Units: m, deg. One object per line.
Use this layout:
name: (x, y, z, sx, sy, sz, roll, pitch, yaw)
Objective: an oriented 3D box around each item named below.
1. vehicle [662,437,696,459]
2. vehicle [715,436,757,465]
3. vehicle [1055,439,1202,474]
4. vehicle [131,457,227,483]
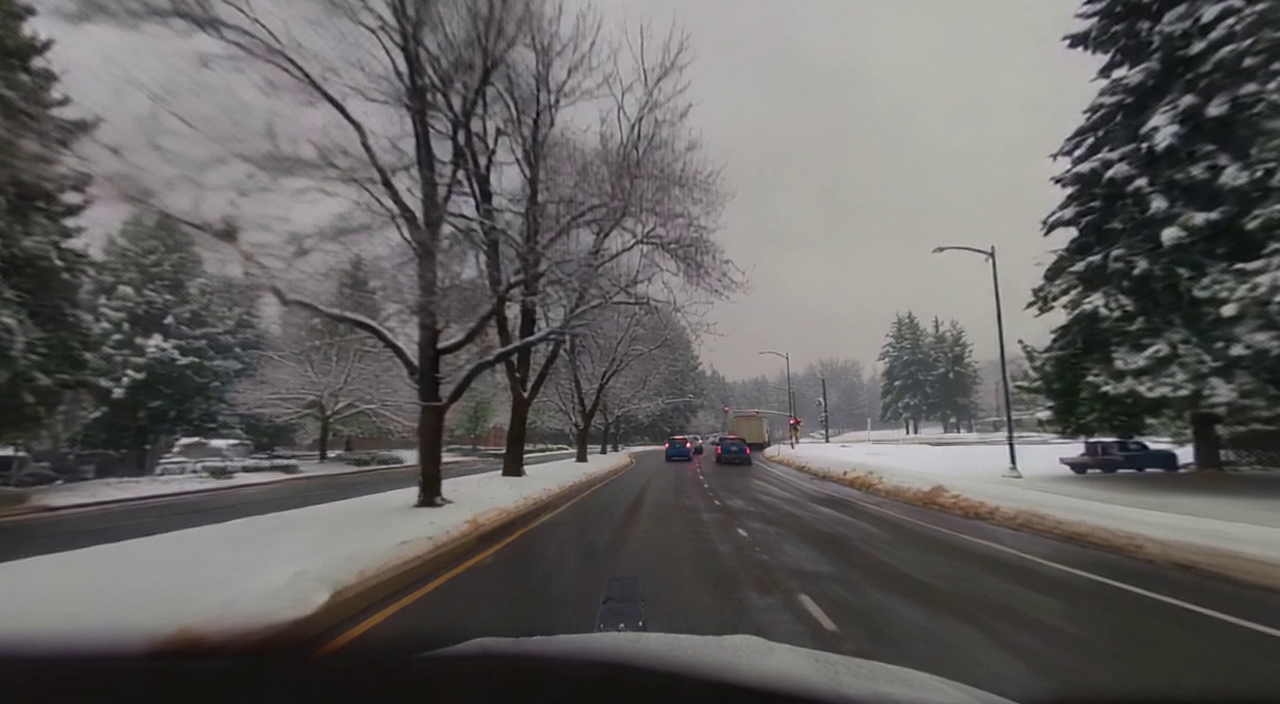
vehicle: (2.837, 6.827, 44.790, 2.066, 1.482, 4.273, -1, -9, 8)
vehicle: (5.297, 5.460, 35.177, 1.989, 1.497, 4.436, -1, -9, 5)
vehicle: (21.003, 4.506, 27.292, 4.627, 1.418, 1.800, -1, -9, 7)
vehicle: (-27.188, 6.975, 37.301, 4.275, 1.430, 1.878, -1, -9, 4)
